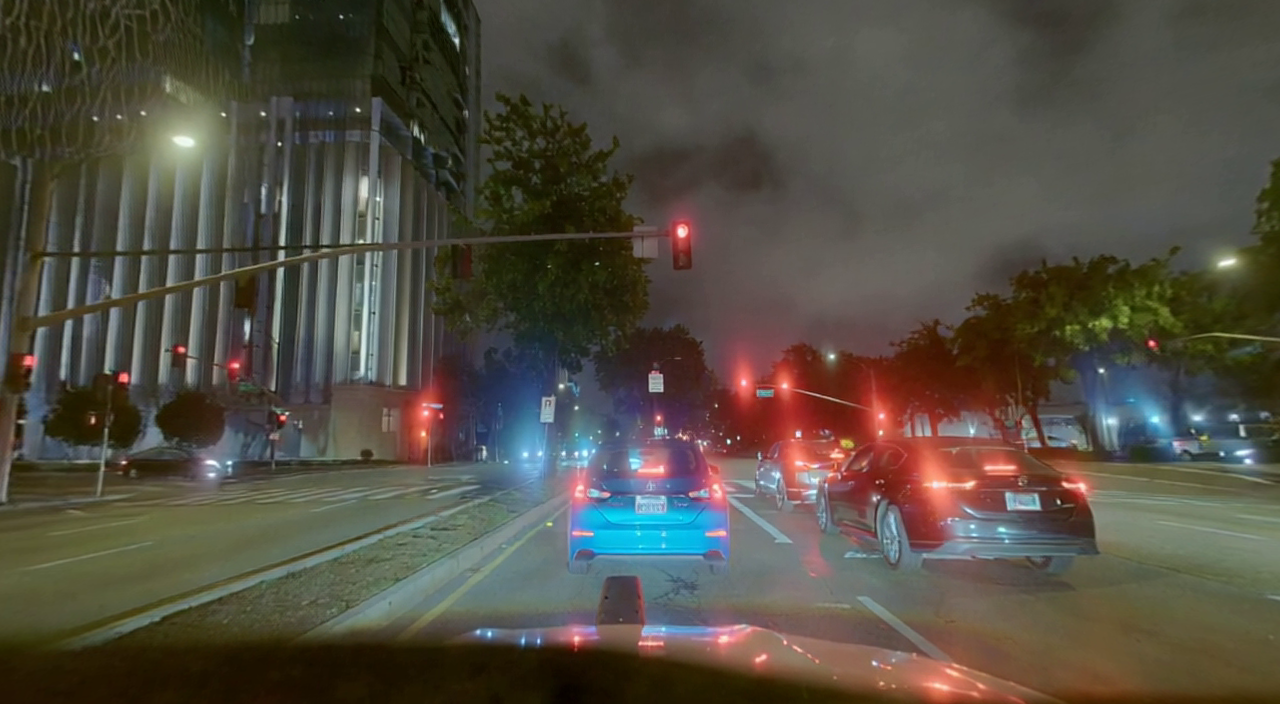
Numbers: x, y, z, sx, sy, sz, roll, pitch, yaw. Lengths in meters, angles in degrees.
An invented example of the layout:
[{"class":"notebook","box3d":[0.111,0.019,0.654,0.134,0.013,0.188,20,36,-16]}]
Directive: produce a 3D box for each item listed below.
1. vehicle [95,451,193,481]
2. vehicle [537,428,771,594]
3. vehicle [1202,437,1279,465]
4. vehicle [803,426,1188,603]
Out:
[{"class":"vehicle","box3d":[-26.665,6.128,34.042,3.657,1.528,1.783,1,-9,-3]},{"class":"vehicle","box3d":[0.093,1.734,7.725,2.087,1.468,4.014,0,-9,-1]},{"class":"vehicle","box3d":[35.206,5.635,36.132,4.190,1.535,1.998,0,-9,-1]},{"class":"vehicle","box3d":[3.643,1.739,7.735,2.018,1.491,4.544,0,-9,-1]}]
